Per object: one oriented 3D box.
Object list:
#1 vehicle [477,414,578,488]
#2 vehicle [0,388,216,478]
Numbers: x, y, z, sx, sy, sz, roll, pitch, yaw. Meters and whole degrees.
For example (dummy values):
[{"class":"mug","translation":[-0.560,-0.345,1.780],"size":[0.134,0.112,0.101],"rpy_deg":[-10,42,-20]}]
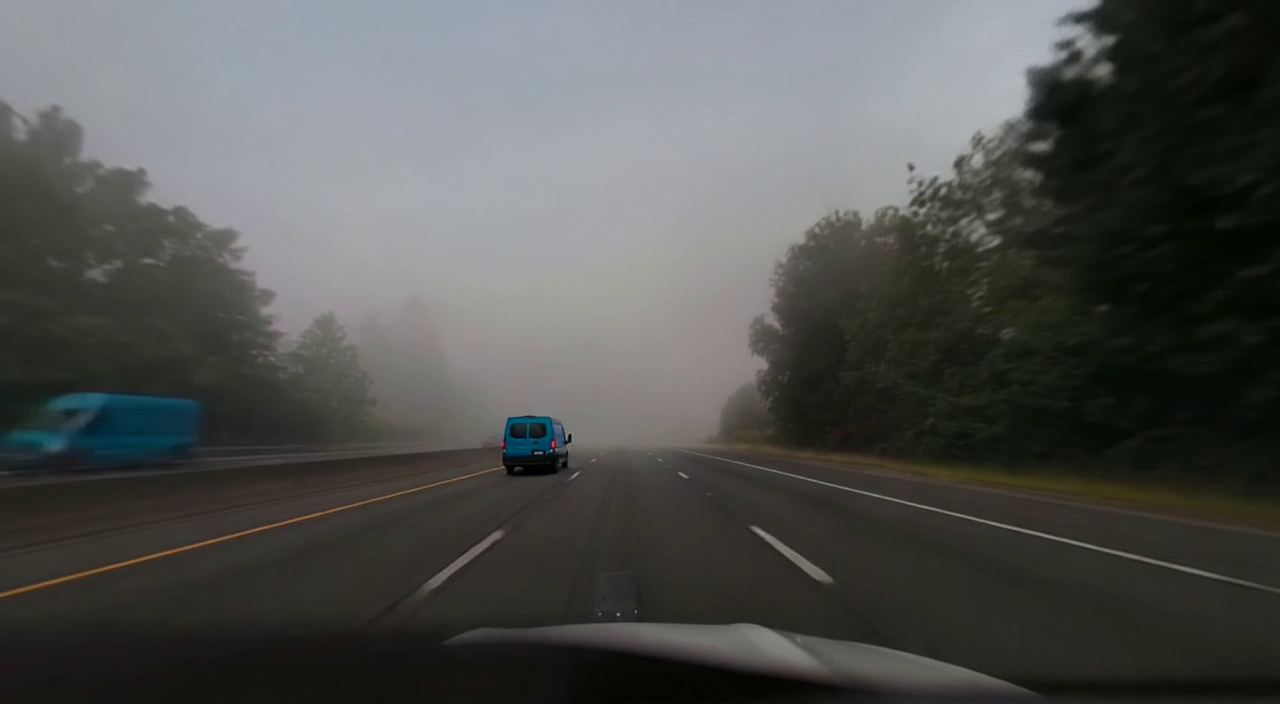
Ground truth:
[{"class":"vehicle","translation":[-3.302,3.021,19.648],"size":[2.297,2.011,4.736],"rpy_deg":[0,-8,0]},{"class":"vehicle","translation":[-19.500,2.990,23.222],"size":[2.695,2.766,7.348],"rpy_deg":[0,-8,-1]}]
